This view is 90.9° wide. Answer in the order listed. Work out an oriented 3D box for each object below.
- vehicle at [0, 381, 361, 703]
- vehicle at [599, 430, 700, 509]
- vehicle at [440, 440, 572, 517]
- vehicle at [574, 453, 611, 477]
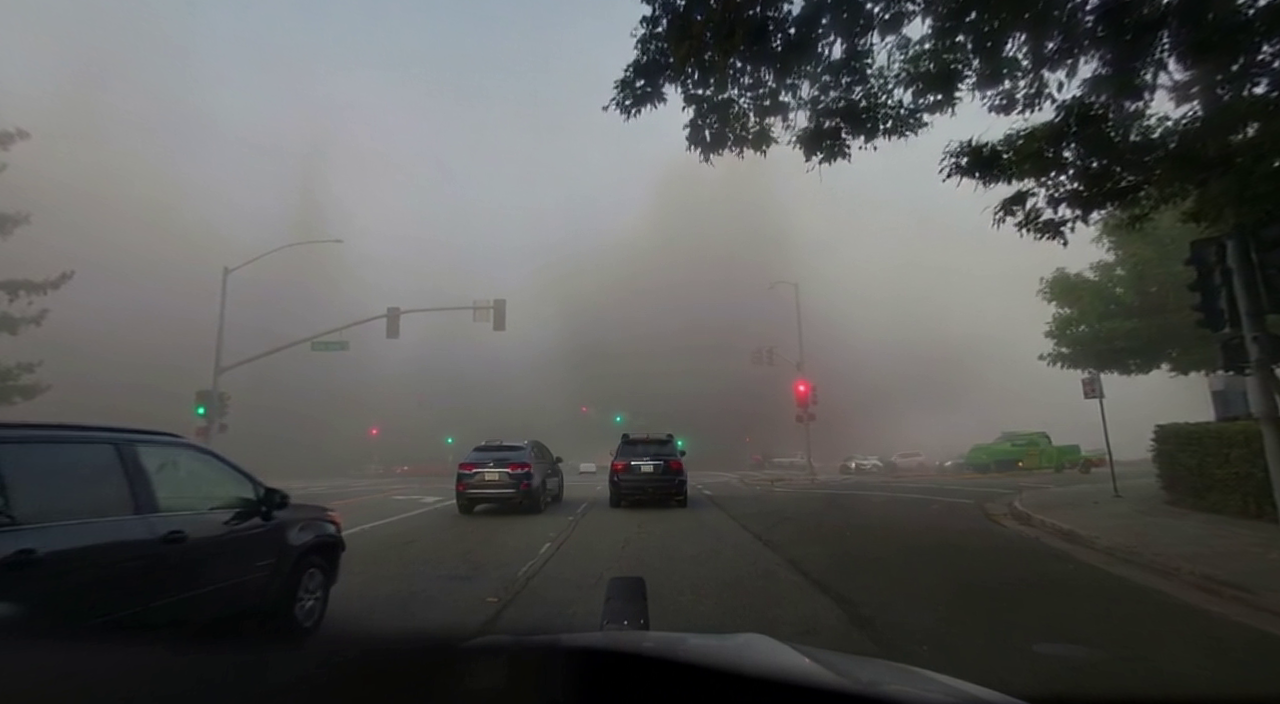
[{"bbox_3d":[-3.108,0.993,2.940,1.960,1.528,3.490,0,-8,1],"label":"vehicle"},{"bbox_3d":[0.215,2.834,15.615,2.163,1.678,3.846,0,-8,0],"label":"vehicle"},{"bbox_3d":[-2.861,2.804,14.556,2.013,1.474,4.393,0,-8,1],"label":"vehicle"},{"bbox_3d":[-3.097,7.487,42.017,2.101,1.443,4.367,0,-8,0],"label":"vehicle"}]
